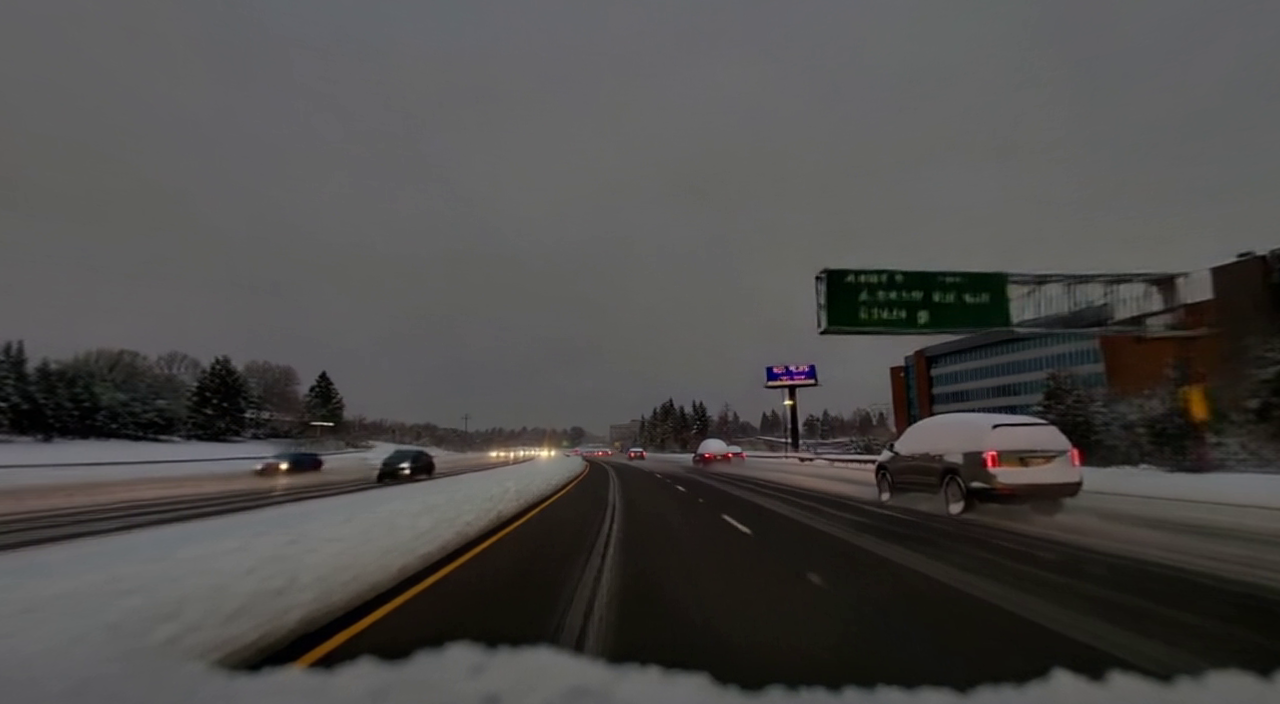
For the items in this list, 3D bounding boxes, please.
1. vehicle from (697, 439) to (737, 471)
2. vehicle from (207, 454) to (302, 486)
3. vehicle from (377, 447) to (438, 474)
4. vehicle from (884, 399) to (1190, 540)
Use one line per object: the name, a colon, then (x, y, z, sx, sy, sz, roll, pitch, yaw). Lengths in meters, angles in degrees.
vehicle: (5.568, 7.556, 46.477, 2.043, 2.154, 4.731, 0, -9, -4)
vehicle: (-17.208, 5.259, 28.463, 1.537, 1.262, 4.550, 0, -9, -2)
vehicle: (-13.775, 6.509, 37.663, 2.025, 1.259, 3.954, 4, -12, 1)
vehicle: (6.546, 2.022, 11.412, 2.181, 1.952, 4.973, 0, -9, -1)
